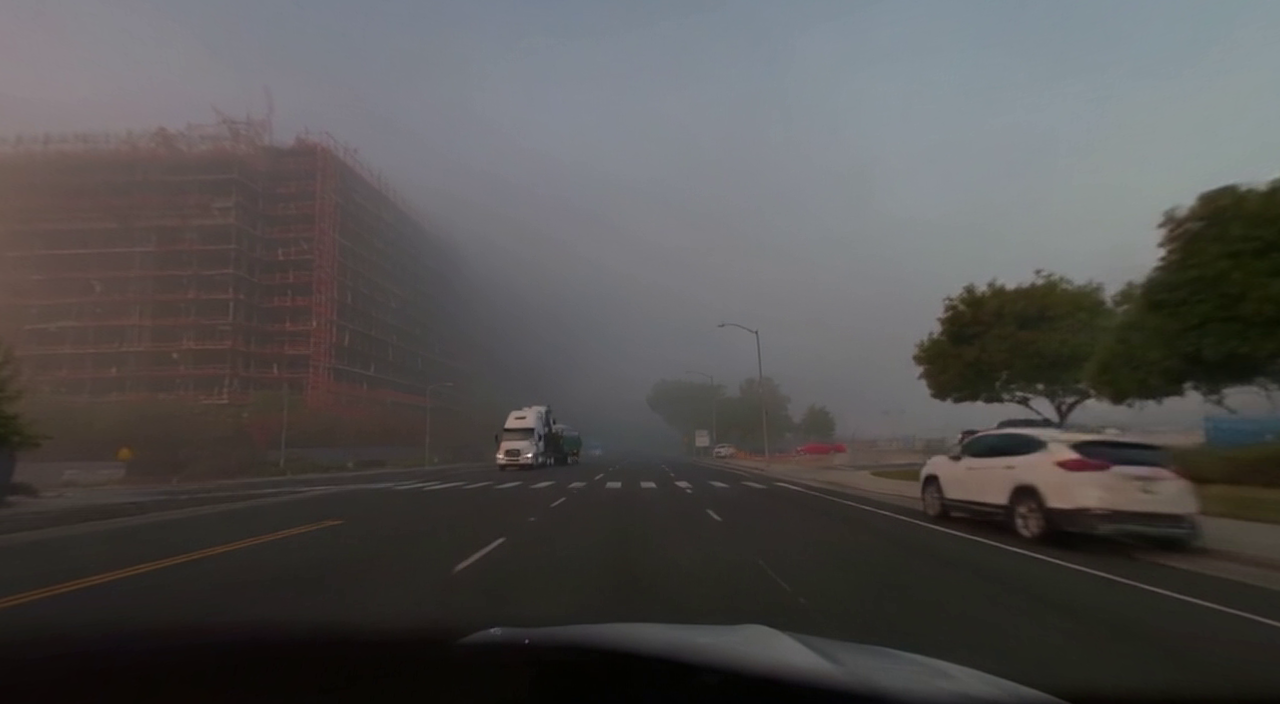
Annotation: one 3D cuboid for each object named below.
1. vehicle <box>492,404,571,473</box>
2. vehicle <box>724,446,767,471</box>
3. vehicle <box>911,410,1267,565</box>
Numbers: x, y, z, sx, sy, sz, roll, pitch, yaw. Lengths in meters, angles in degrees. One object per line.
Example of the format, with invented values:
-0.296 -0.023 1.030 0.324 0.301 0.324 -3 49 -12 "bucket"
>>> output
-6.857 5.803 41.708 3.071 3.982 10.729 -1 -9 2 "vehicle"
6.764 6.846 40.668 1.933 1.488 4.736 0 -9 0 "vehicle"
6.610 2.034 10.243 2.169 1.880 4.849 0 -9 0 "vehicle"
